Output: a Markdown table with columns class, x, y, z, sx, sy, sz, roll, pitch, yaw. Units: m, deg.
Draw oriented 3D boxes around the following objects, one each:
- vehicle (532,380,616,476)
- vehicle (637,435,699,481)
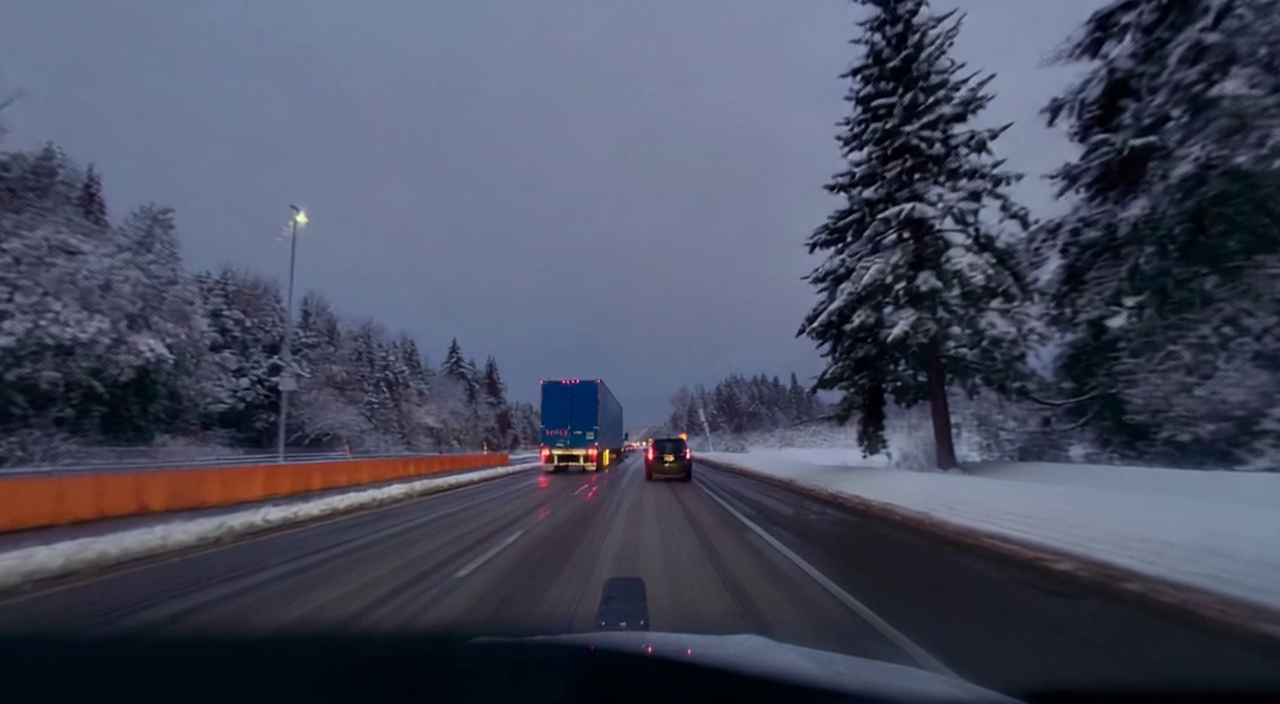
| class | x | y | z | sx | sy | sz | roll | pitch | yaw |
| --- | --- | --- | --- | --- | --- | --- | --- | --- | --- |
| vehicle | -3.114 | 4.368 | 34.898 | 2.906 | 4.115 | 15.715 | 0 | -8 | 0 |
| vehicle | 1.047 | 4.239 | 25.565 | 2.304 | 1.675 | 4.462 | 0 | -8 | 0 |
